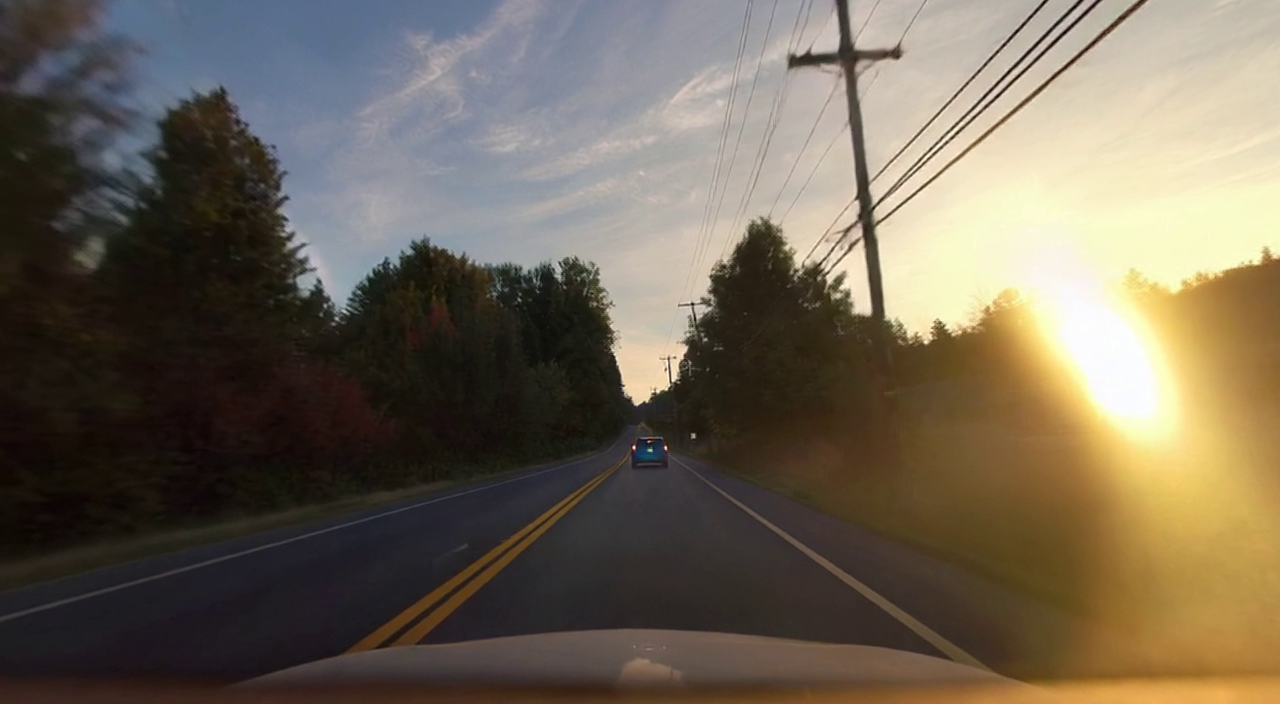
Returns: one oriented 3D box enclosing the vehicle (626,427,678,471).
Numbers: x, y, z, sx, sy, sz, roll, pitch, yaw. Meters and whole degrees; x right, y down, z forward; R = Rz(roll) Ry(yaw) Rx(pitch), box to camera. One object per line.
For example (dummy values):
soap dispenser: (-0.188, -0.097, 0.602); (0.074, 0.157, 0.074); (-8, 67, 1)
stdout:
vehicle: (0.564, 4.951, 32.305); (2.468, 2.056, 4.422); (0, -9, 0)
